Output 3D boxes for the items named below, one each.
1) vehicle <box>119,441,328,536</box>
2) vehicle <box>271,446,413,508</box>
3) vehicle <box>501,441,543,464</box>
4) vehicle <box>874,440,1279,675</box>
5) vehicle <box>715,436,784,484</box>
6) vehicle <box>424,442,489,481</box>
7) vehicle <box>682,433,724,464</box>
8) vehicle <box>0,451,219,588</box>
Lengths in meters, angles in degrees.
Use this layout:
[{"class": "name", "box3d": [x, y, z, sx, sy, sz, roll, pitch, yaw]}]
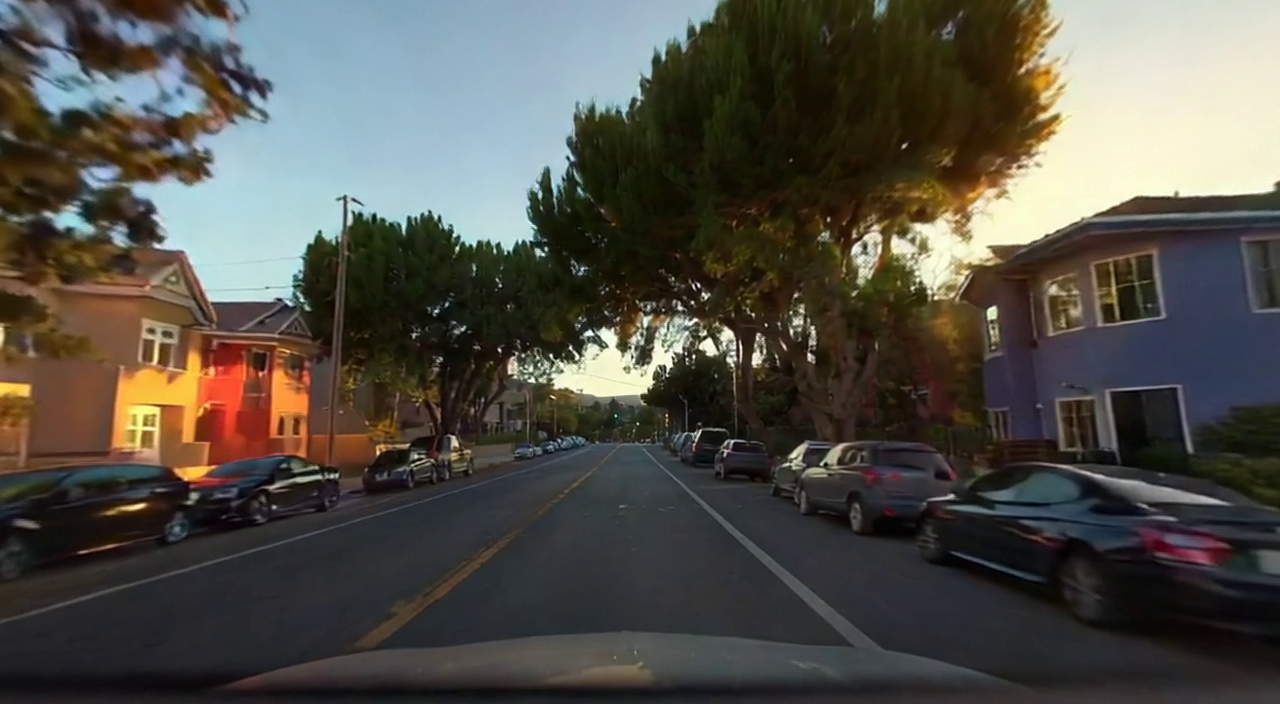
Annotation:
[{"class": "vehicle", "box3d": [-8.237, 2.696, 13.022, 1.763, 1.614, 3.940, 0, -9, -3]}, {"class": "vehicle", "box3d": [-8.201, 3.432, 17.941, 1.875, 1.498, 4.395, -1, -9, 0]}, {"class": "vehicle", "box3d": [-8.294, 7.069, 44.670, 1.981, 1.505, 4.359, -1, -9, 2]}, {"class": "vehicle", "box3d": [4.101, 1.639, 6.264, 1.748, 1.471, 4.305, 0, -9, -2]}, {"class": "vehicle", "box3d": [4.221, 4.221, 25.011, 1.889, 1.703, 4.253, 0, -9, -1]}, {"class": "vehicle", "box3d": [-8.200, 4.888, 28.514, 1.883, 1.565, 3.655, -2, -8, -1]}, {"class": "vehicle", "box3d": [4.181, 6.544, 42.782, 2.133, 1.944, 5.390, 0, -9, -1]}, {"class": "vehicle", "box3d": [-8.053, 2.136, 8.716, 1.852, 1.482, 3.916, -1, -9, -2]}]
